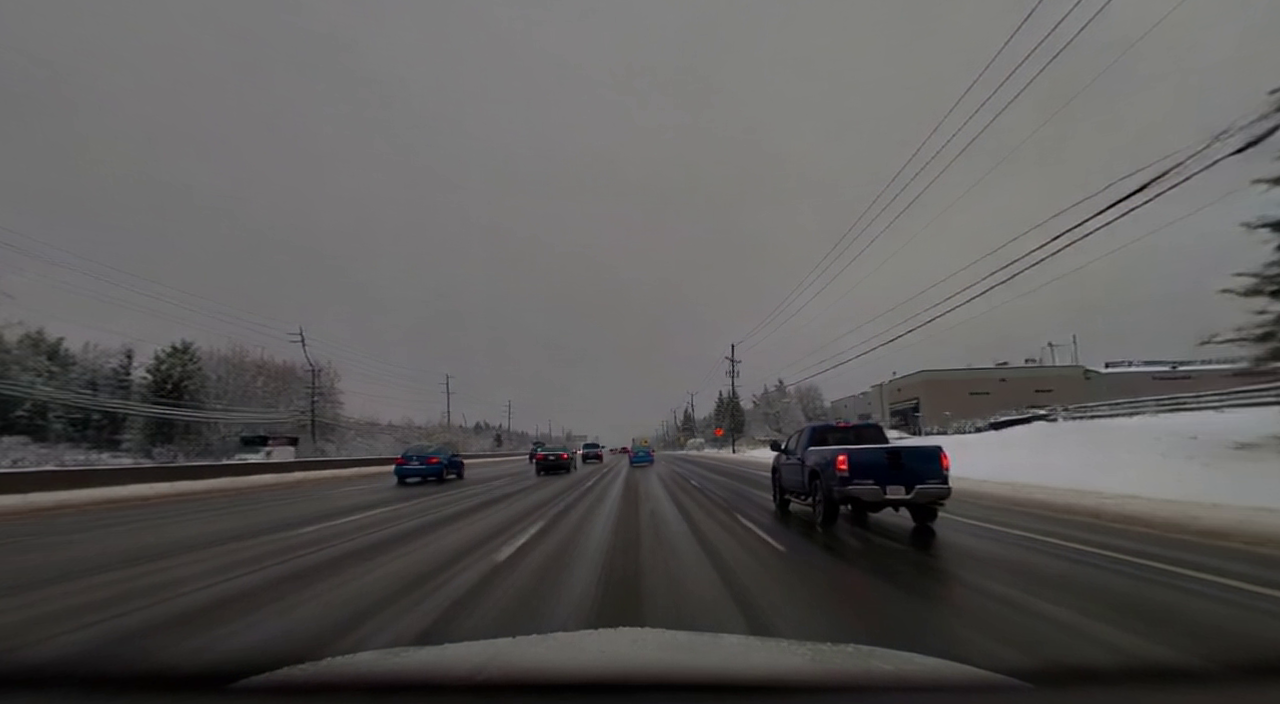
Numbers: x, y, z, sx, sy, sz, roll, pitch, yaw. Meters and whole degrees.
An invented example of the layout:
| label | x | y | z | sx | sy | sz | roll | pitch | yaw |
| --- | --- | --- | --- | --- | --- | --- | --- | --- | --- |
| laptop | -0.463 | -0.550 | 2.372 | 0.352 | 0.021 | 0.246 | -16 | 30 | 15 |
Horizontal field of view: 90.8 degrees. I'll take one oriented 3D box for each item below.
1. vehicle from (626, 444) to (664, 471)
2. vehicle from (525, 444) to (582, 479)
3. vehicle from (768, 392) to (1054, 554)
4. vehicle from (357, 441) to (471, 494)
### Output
| label | x | y | z | sx | sy | sz | roll | pitch | yaw |
| --- | --- | --- | --- | --- | --- | --- | --- | --- | --- |
| vehicle | 0.271 | 6.033 | 36.316 | 2.030 | 1.471 | 4.115 | 0 | -9 | 0 |
| vehicle | -3.737 | 4.823 | 28.125 | 1.938 | 1.444 | 4.206 | 0 | -9 | 0 |
| vehicle | 3.762 | 1.818 | 10.159 | 2.231 | 1.919 | 5.086 | 0 | -9 | -1 |
| vehicle | -7.160 | 3.685 | 20.618 | 1.959 | 1.496 | 4.740 | 0 | -9 | 0 |
